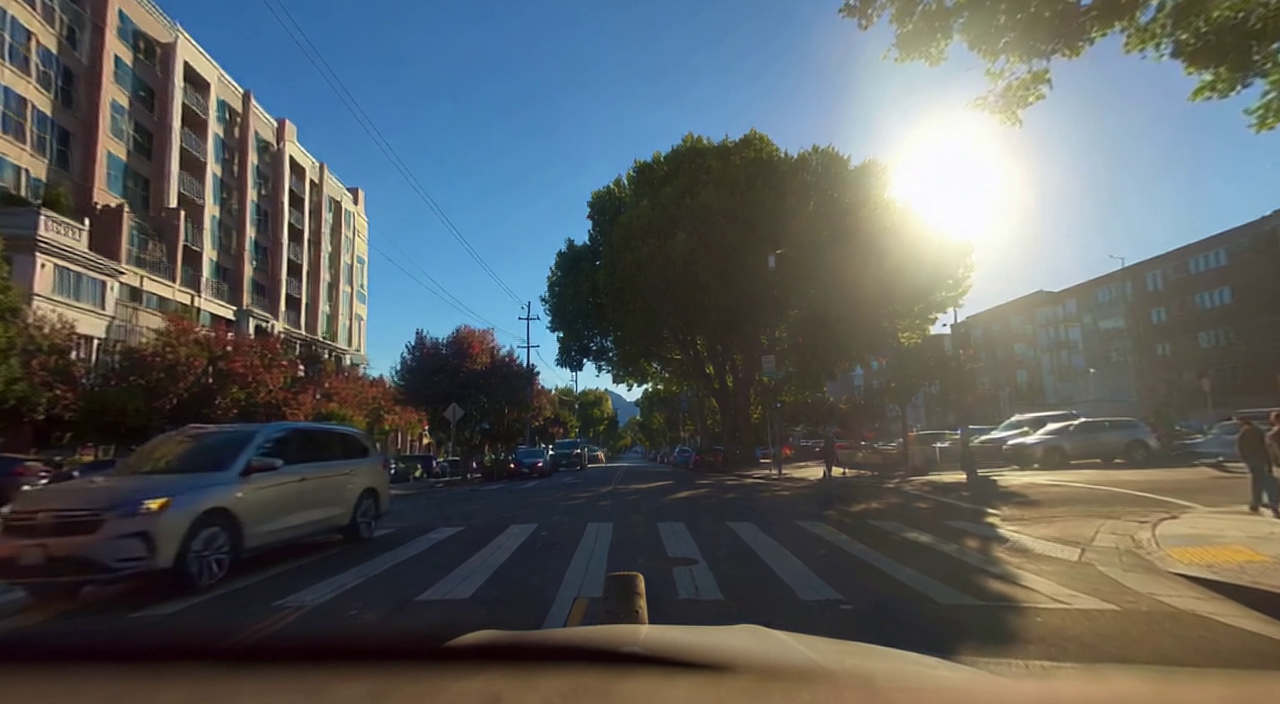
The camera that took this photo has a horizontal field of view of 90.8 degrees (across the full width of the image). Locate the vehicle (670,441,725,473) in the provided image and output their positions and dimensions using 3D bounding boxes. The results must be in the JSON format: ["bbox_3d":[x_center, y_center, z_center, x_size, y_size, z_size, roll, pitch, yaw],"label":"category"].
[{"bbox_3d":[3.205,5.687,34.385,1.942,1.603,3.785,-4,-9,22],"label":"vehicle"}]

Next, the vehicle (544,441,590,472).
[{"bbox_3d":[-4.410,6.364,38.619,2.102,1.768,4.290,-1,-8,3],"label":"vehicle"}]

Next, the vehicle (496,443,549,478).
[{"bbox_3d":[-7.572,7.030,41.277,2.193,1.814,5.061,-9,-9,0],"label":"vehicle"}]

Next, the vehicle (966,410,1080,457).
[{"bbox_3d":[16.770,3.663,27.981,2.041,1.921,4.574,0,-9,-2],"label":"vehicle"}]

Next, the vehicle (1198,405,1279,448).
[{"bbox_3d":[27.844,3.323,27.892,1.894,1.757,4.692,0,-9,-3],"label":"vehicle"}]

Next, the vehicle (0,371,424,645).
[{"bbox_3d":[-4.897,1.595,7.496,2.395,1.865,5.982,-5,-9,2],"label":"vehicle"}]

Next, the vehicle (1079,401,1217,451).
[{"bbox_3d":[22.332,3.400,28.128,2.137,1.962,4.988,-1,-9,3],"label":"vehicle"}]
